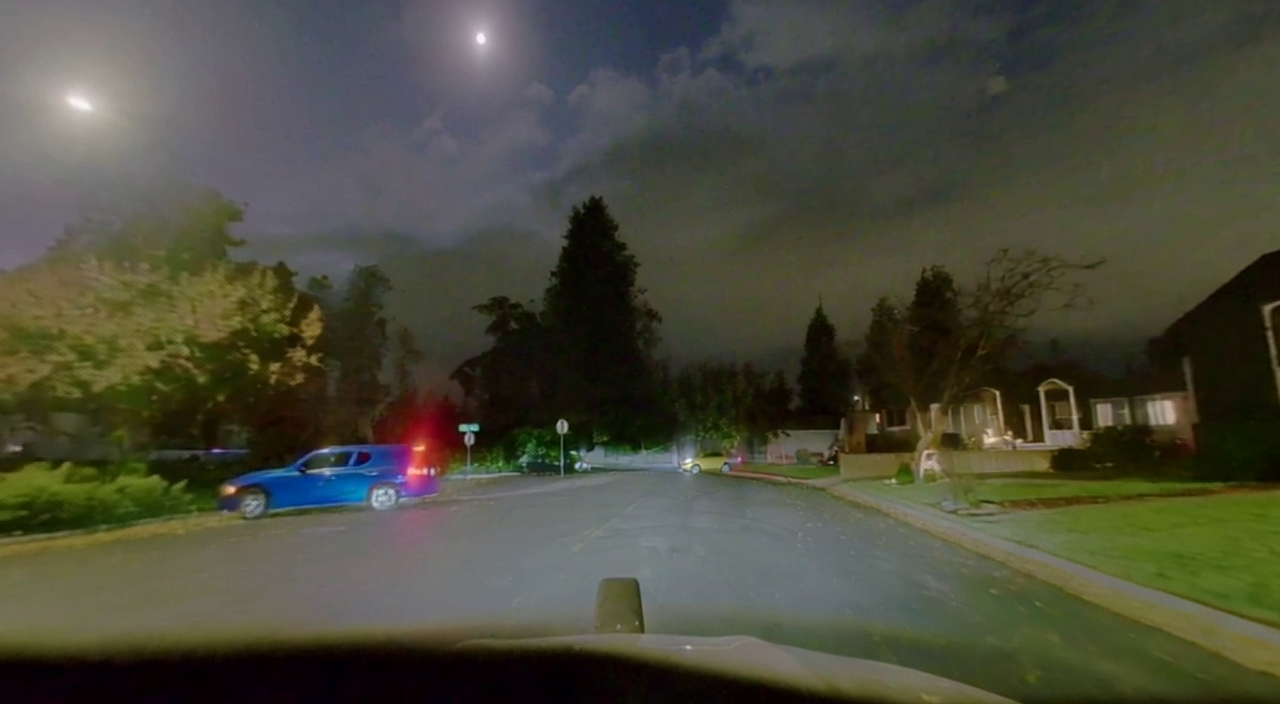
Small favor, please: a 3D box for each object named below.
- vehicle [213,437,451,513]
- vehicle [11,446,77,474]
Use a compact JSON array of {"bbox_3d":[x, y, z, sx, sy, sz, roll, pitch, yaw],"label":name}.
[{"bbox_3d":[-7.221,2.900,15.170,4.692,1.660,1.879,0,-9,2],"label":"vehicle"},{"bbox_3d":[-33.573,6.024,35.539,4.764,1.487,2.002,-7,-11,40],"label":"vehicle"}]
